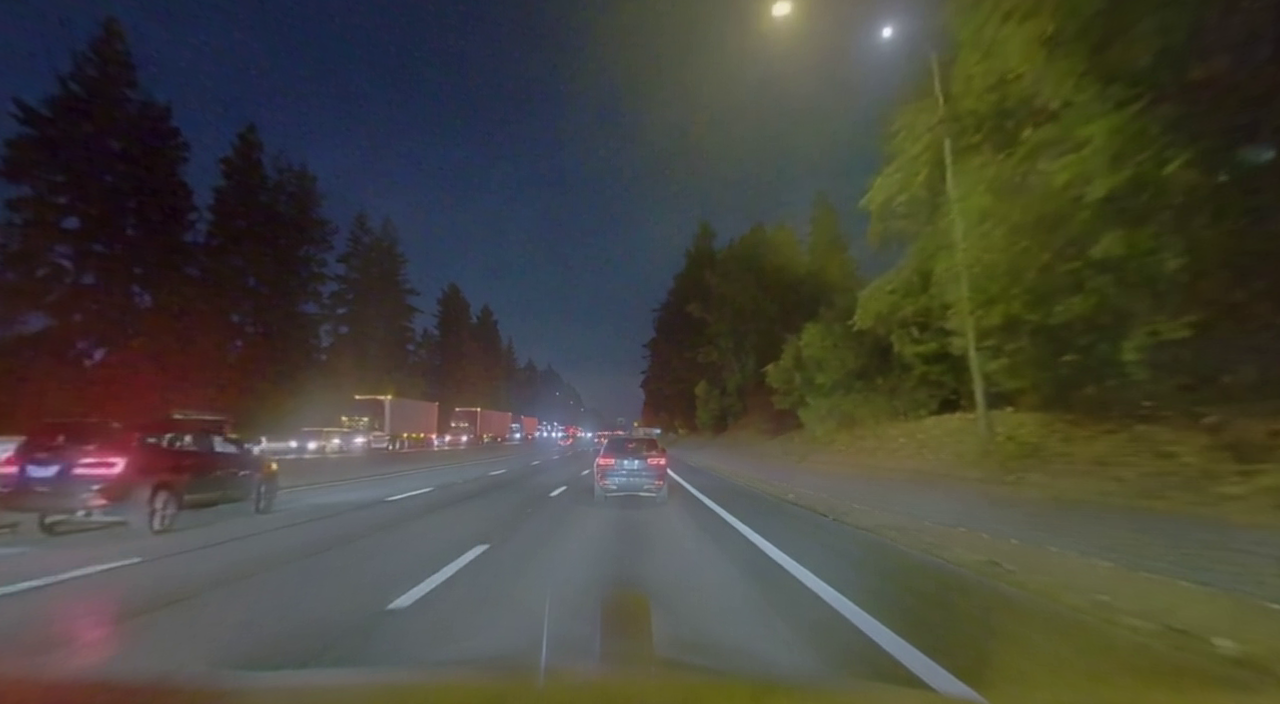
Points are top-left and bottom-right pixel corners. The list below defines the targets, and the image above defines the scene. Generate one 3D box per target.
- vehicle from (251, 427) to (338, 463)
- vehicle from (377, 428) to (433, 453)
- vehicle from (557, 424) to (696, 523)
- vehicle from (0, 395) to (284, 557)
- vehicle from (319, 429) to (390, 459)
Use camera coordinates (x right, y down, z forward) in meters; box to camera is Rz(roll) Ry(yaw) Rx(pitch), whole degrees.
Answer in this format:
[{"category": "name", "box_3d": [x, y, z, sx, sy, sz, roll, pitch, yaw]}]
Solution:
[{"category": "vehicle", "box_3d": [-15.155, 4.090, 27.804, 1.773, 1.481, 3.722, 0, -8, -1]}, {"category": "vehicle", "box_3d": [-15.346, 5.833, 41.305, 2.004, 1.551, 4.231, 0, -8, -1]}, {"category": "vehicle", "box_3d": [-0.229, 2.181, 11.929, 2.127, 1.497, 4.445, 0, -8, 0]}, {"category": "vehicle", "box_3d": [-7.400, 1.588, 8.738, 2.325, 1.663, 4.426, 0, -8, -1]}, {"category": "vehicle", "box_3d": [-15.261, 4.939, 33.893, 1.865, 1.476, 4.348, 0, -8, -1]}]
